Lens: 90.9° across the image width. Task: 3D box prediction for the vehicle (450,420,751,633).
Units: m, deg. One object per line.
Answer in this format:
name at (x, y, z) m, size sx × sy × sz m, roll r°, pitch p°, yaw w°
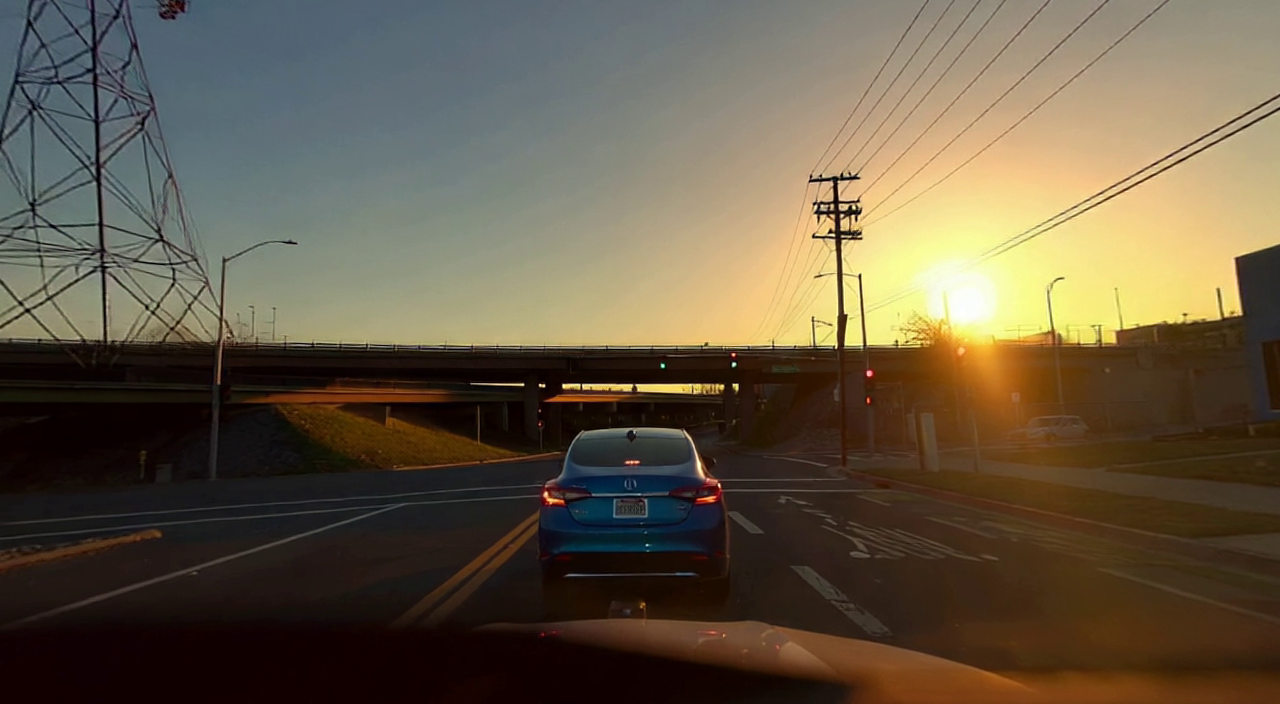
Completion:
vehicle at (-0.243, 1.524, 6.463) m, size 2.090 × 1.458 × 4.033 m, roll -1°, pitch -9°, yaw 1°
